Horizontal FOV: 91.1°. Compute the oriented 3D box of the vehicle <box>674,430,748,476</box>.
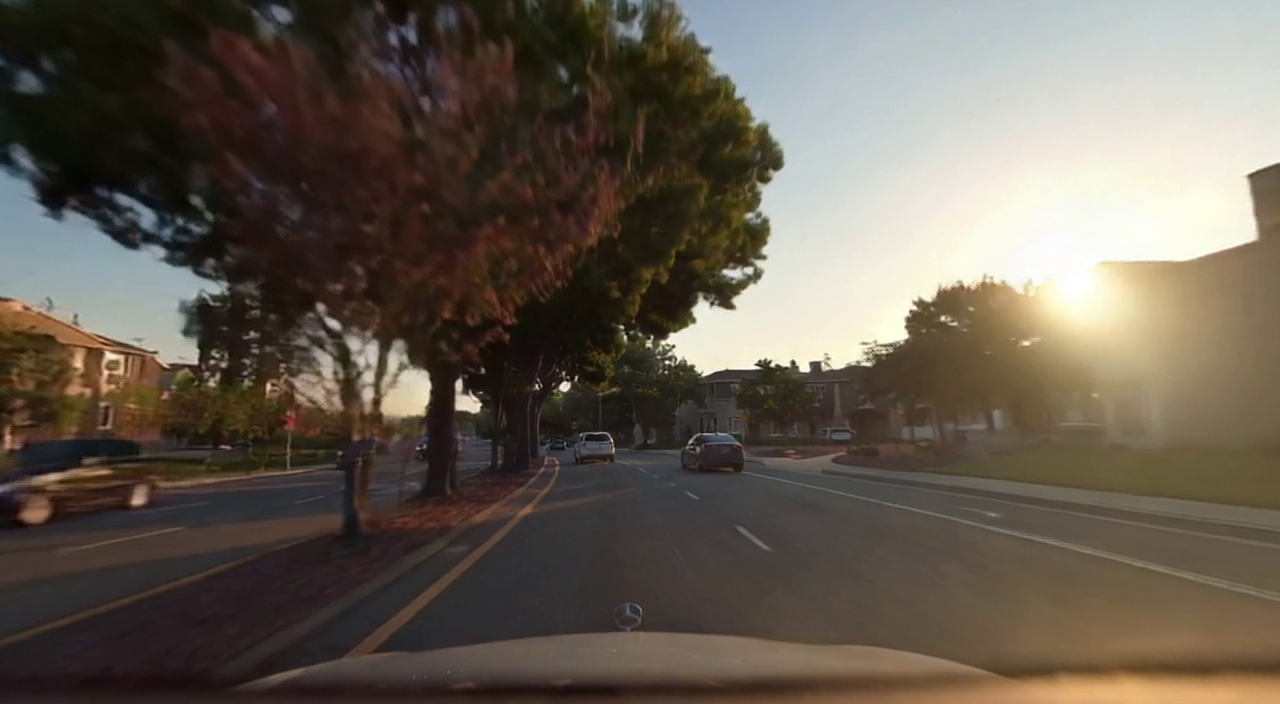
[{"bbox_3d":[2.474,3.663,23.176,1.915,1.495,4.880,1,-8,-3],"label":"vehicle"}]

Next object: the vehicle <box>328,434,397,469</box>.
[{"bbox_3d":[-15.522,5.570,35.465,2.288,1.842,4.837,1,-8,-9],"label":"vehicle"}]

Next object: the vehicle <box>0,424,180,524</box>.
[{"bbox_3d":[-13.143,2.589,13.902,2.162,1.848,5.214,0,-8,-3],"label":"vehicle"}]

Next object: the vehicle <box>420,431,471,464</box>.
[{"bbox_3d":[-11.579,5.685,37.662,2.211,1.801,4.894,1,-8,-10],"label":"vehicle"}]

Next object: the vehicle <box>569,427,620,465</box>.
[{"bbox_3d":[-2.429,4.802,32.256,2.165,1.783,4.391,1,-8,-10],"label":"vehicle"}]
